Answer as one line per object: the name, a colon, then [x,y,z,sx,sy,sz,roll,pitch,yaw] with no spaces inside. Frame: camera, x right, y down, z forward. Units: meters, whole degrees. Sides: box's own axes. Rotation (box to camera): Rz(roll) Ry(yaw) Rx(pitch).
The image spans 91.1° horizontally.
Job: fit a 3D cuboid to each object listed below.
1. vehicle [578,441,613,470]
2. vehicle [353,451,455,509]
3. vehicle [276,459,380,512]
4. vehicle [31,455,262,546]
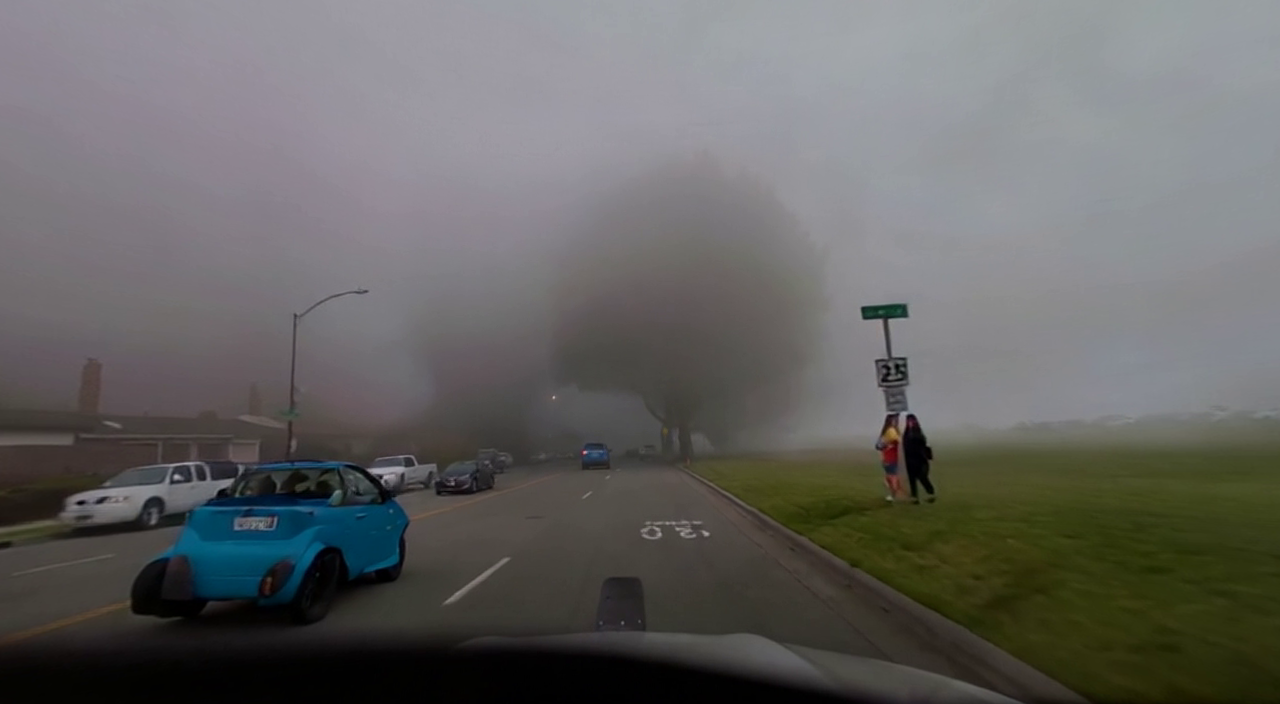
vehicle: [-2.902,6.831,41.614,1.908,1.809,4.230,0,-8,1]
vehicle: [-8.988,4.872,24.426,2.019,1.907,4.697,0,-8,1]
vehicle: [-12.180,5.188,24.846,1.910,1.462,4.581,-4,-6,-2]
vehicle: [-12.146,3.605,16.055,1.904,1.728,4.997,2,-7,-1]
